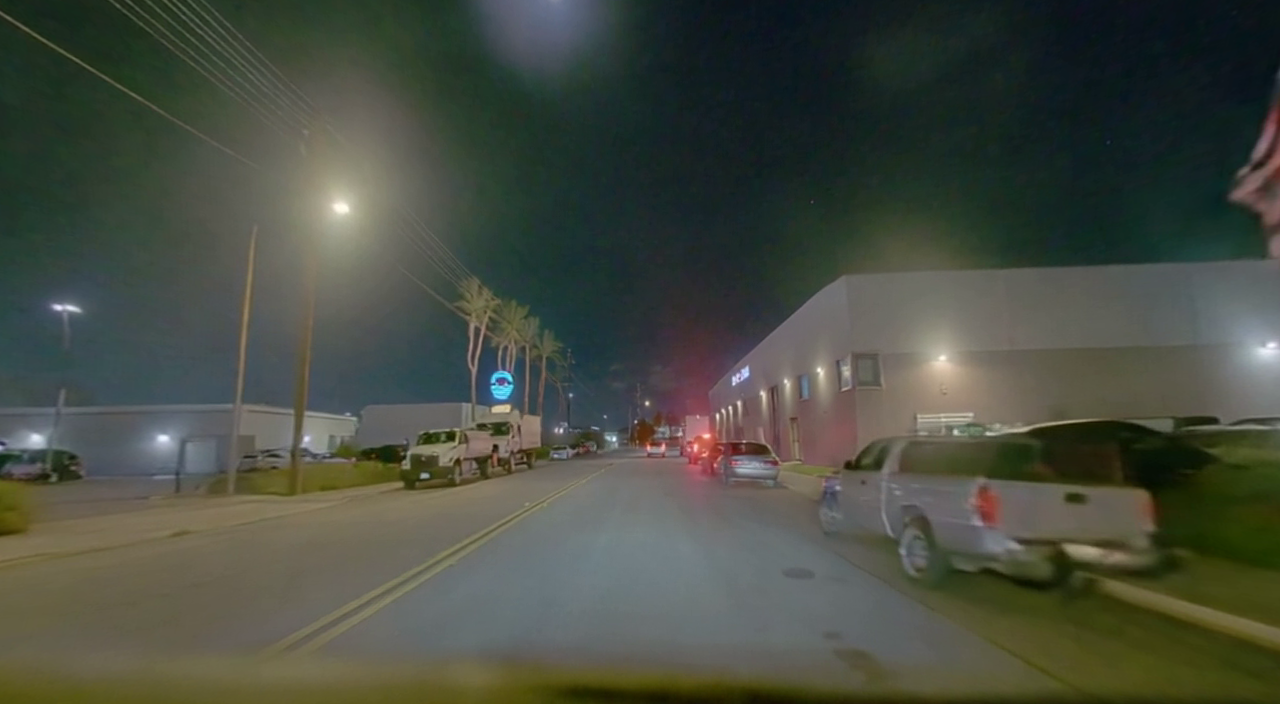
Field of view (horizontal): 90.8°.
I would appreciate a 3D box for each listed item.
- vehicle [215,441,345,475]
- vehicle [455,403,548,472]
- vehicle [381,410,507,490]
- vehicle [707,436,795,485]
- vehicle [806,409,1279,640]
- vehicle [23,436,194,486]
[{"bbox_3d":[-16.919,4.985,29.839,4.890,1.483,2.055,0,-8,2],"label":"vehicle"},{"bbox_3d":[-7.421,4.788,35.246,2.941,3.418,7.738,-1,-8,4],"label":"vehicle"},{"bbox_3d":[-7.897,4.057,26.535,2.845,2.738,7.208,-3,-8,1],"label":"vehicle"},{"bbox_3d":[3.729,3.748,22.199,2.246,1.533,4.971,0,-8,1],"label":"vehicle"},{"bbox_3d":[3.517,1.548,6.823,2.111,1.611,4.576,0,-8,-1],"label":"vehicle"},{"bbox_3d":[-20.739,4.248,25.104,2.152,1.746,5.461,0,-8,-2],"label":"vehicle"}]
